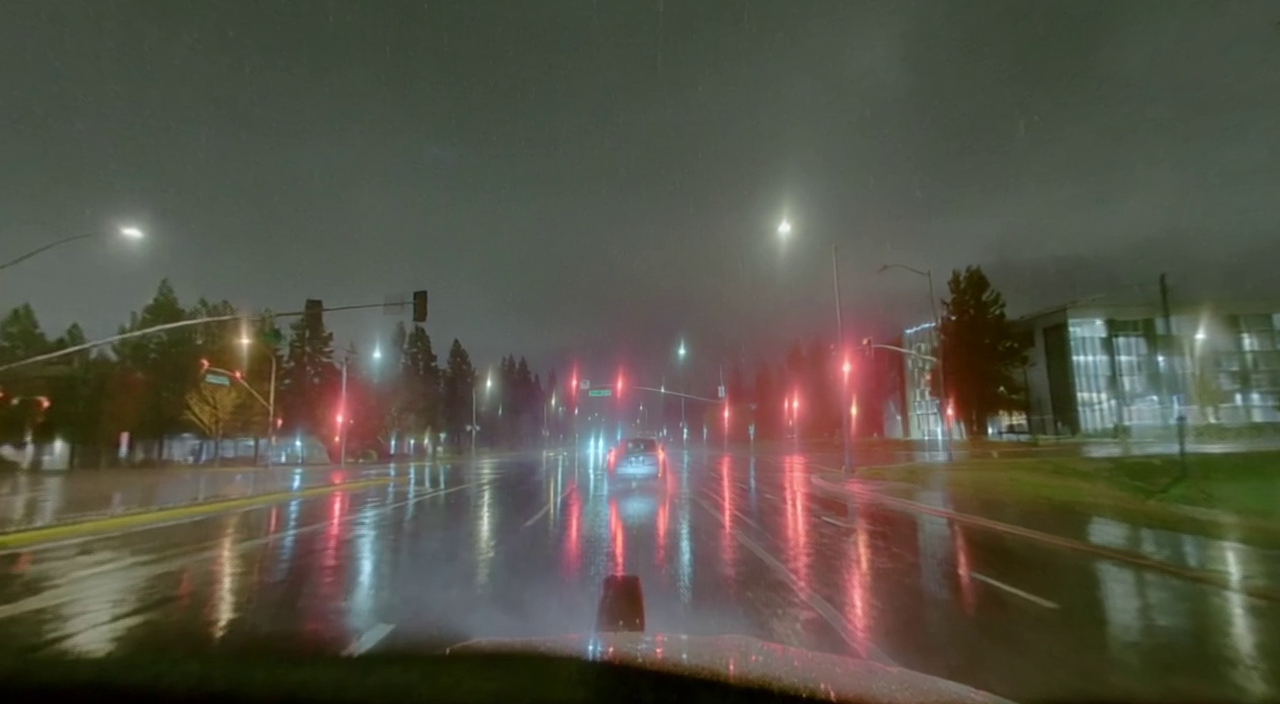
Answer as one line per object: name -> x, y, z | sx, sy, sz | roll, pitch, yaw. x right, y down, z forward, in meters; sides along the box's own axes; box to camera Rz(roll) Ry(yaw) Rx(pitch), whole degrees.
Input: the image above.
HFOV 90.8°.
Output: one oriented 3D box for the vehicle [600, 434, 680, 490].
vehicle -> -0.037, 3.222, 18.764 | 2.107, 1.470, 3.974 | 0, -9, -1
